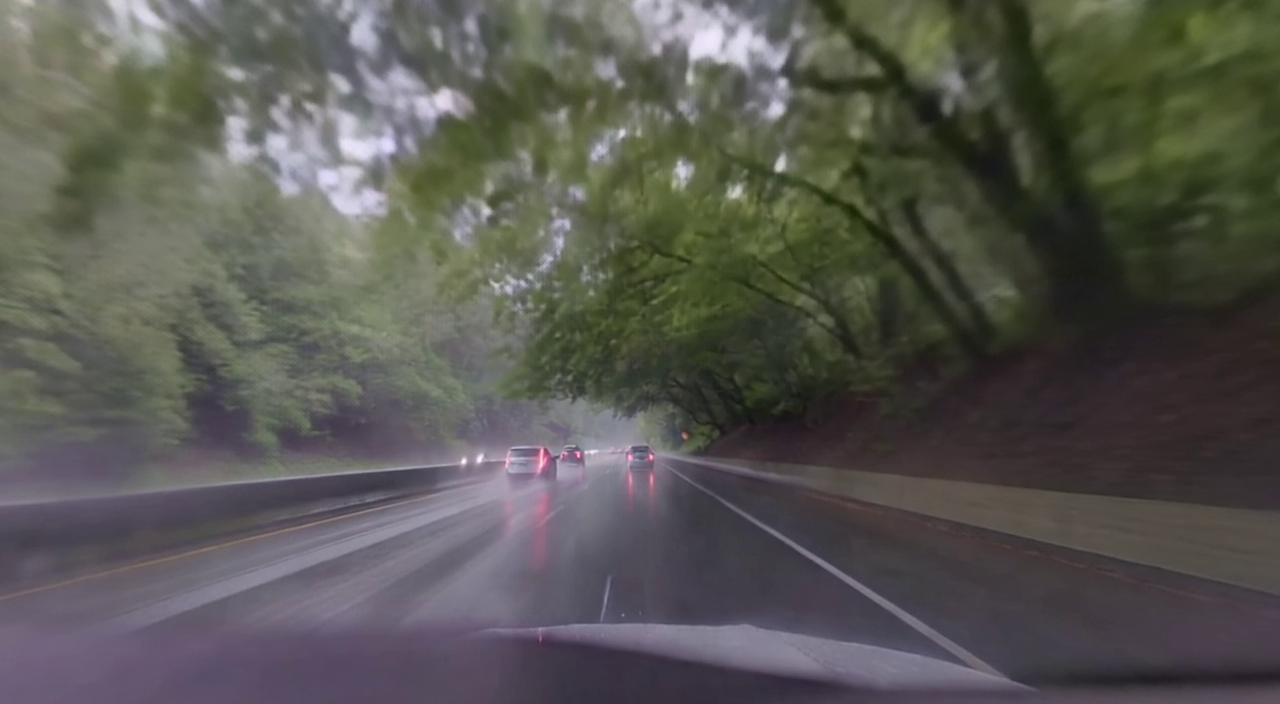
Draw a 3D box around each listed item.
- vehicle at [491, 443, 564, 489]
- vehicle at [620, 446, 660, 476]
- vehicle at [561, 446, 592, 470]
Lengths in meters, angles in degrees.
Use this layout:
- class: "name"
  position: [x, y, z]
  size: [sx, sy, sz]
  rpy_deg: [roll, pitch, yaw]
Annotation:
- class: "vehicle"
  position: [-4.051, 4.165, 23.291]
  size: [1.978, 1.538, 3.755]
  rpy_deg: [0, -9, 0]
- class: "vehicle"
  position: [-0.024, 5.845, 33.921]
  size: [2.001, 1.490, 3.914]
  rpy_deg: [0, -9, 0]
- class: "vehicle"
  position: [-4.506, 7.548, 45.120]
  size: [1.834, 1.615, 3.624]
  rpy_deg: [0, -9, 0]
